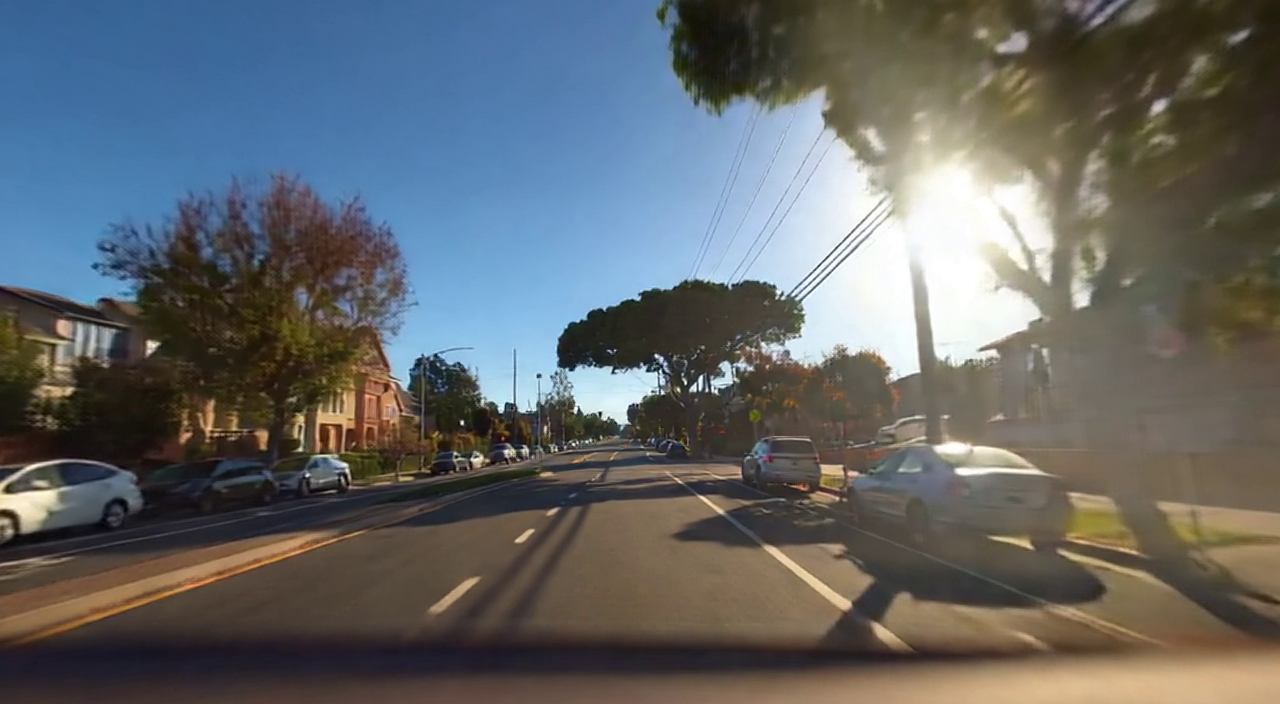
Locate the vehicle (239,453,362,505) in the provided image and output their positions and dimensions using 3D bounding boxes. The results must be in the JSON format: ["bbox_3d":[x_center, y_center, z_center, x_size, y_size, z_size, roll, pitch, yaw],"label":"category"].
[{"bbox_3d":[-11.209,4.190,21.250,1.778,1.470,4.217,0,-8,0],"label":"vehicle"}]

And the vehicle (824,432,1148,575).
[{"bbox_3d":[4.275,1.913,8.883,1.989,1.471,4.460,0,-8,-1],"label":"vehicle"}]

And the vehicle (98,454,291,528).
[{"bbox_3d":[-11.013,3.406,16.131,1.804,1.513,4.450,0,-8,-2],"label":"vehicle"}]

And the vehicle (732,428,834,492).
[{"bbox_3d":[4.403,3.403,20.204,2.126,1.802,4.259,0,-8,-2],"label":"vehicle"}]

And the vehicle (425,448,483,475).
[{"bbox_3d":[-11.416,6.740,39.081,1.970,1.523,4.702,0,-8,2],"label":"vehicle"}]

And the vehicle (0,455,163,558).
[{"bbox_3d":[-10.978,2.595,10.901,1.955,1.522,4.759,0,-8,-3],"label":"vehicle"}]
